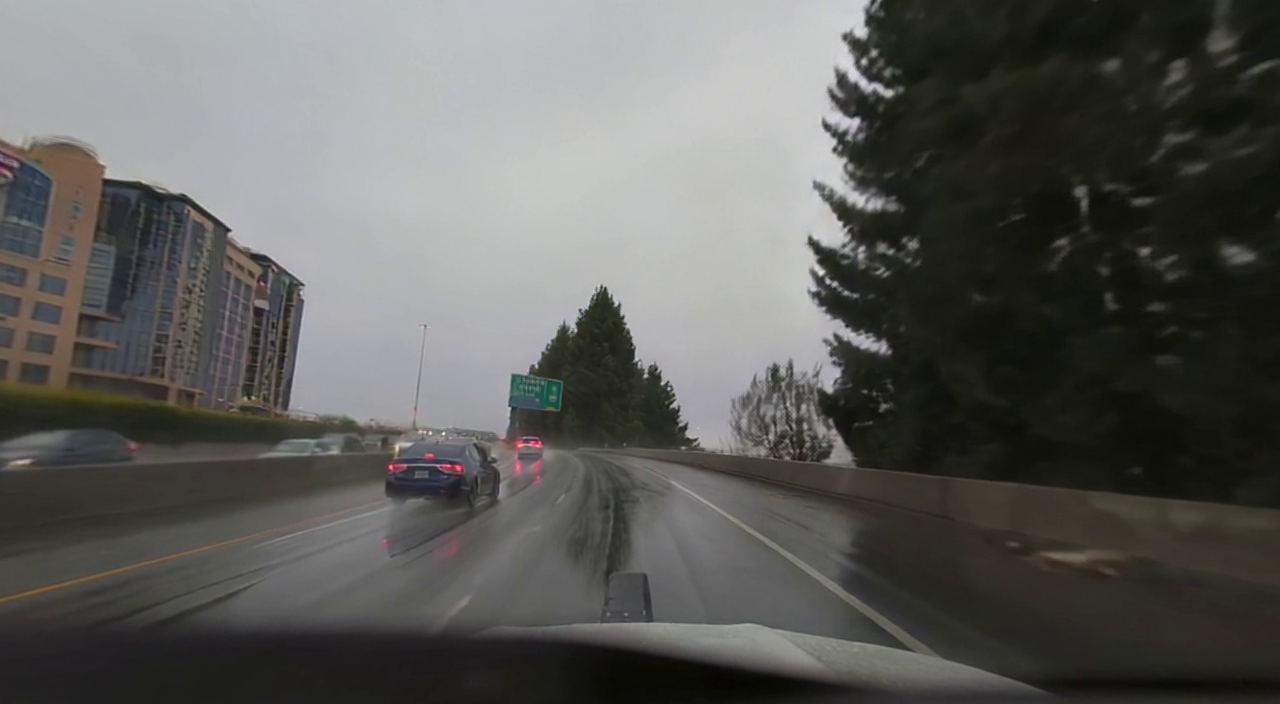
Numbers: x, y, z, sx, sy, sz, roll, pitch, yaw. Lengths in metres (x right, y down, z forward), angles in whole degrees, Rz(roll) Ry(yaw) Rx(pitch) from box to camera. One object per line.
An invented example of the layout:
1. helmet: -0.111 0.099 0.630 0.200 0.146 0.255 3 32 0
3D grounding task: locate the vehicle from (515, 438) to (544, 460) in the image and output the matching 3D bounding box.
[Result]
1. vehicle: -7.933 7.009 45.522 1.885 1.469 4.211 1 -8 -8

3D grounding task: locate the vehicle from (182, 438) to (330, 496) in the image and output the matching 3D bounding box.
1. vehicle: -10.931 3.266 18.350 1.902 1.468 4.103 0 -8 -4

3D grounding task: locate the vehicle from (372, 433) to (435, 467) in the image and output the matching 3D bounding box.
1. vehicle: -12.702 5.280 34.186 2.028 1.675 4.870 1 -8 -6

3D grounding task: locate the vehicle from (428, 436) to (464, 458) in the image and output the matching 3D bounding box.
1. vehicle: -14.381 7.106 46.998 1.897 1.538 4.033 1 -9 -8
